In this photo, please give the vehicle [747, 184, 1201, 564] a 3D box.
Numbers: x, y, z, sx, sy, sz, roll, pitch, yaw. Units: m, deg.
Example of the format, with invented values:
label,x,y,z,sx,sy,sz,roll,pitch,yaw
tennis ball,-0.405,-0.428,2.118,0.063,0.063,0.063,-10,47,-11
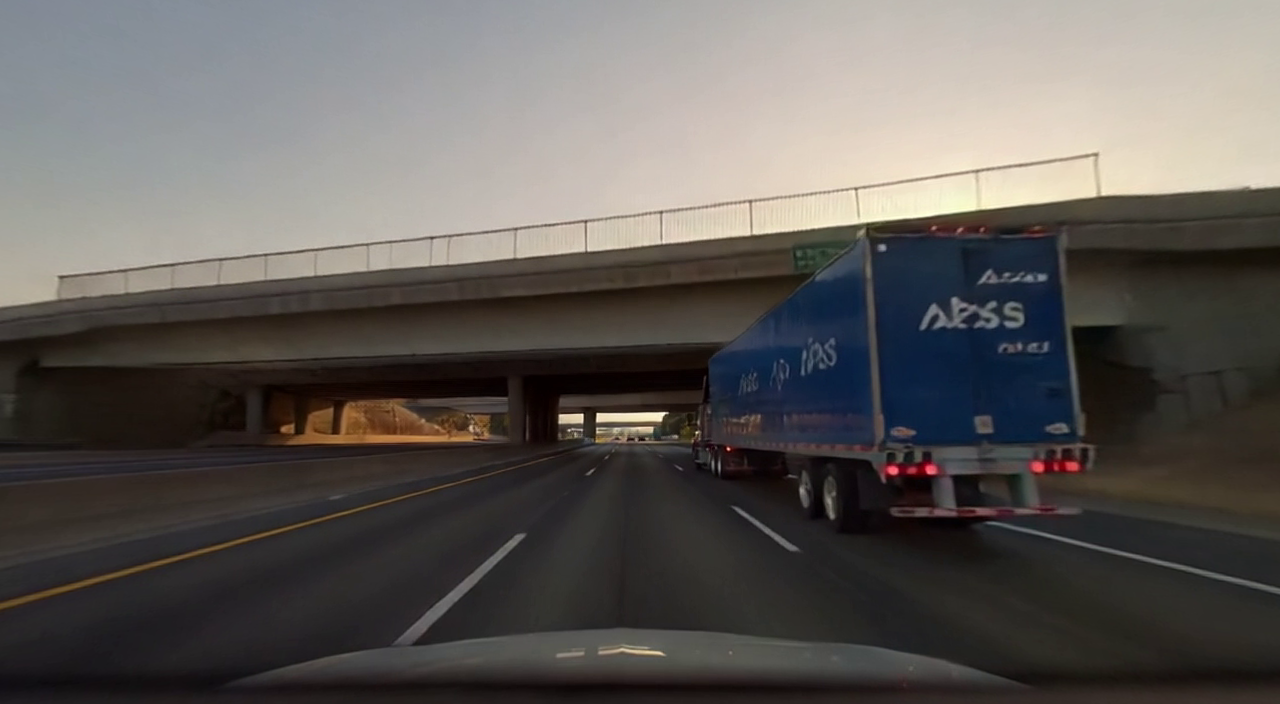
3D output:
label,x,y,z,sx,sy,sz,roll,pitch,yaw
vehicle,4.170,0.760,11.080,2.880,3.986,9.103,0,-8,0
